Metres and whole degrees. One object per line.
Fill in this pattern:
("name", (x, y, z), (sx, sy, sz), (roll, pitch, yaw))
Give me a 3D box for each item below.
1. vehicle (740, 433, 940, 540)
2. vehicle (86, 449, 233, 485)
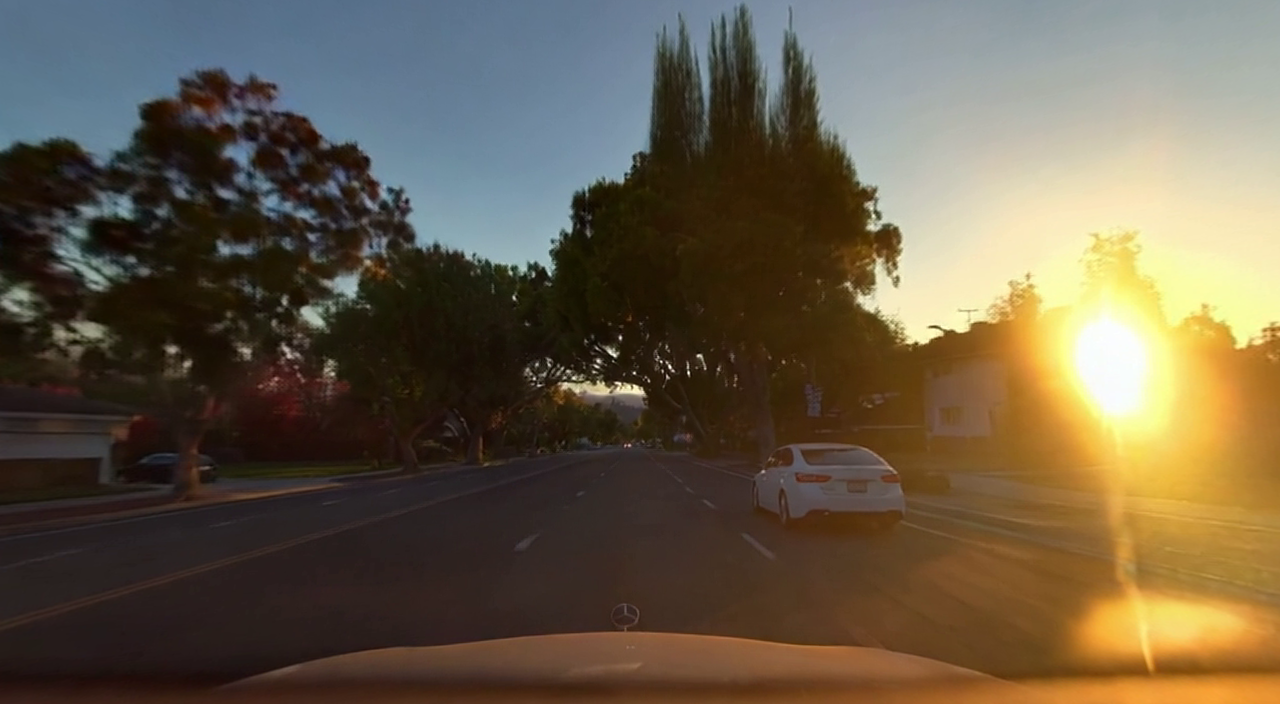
("vehicle", (3.173, 2.228, 11.107), (2.057, 1.493, 4.225), (0, -9, -1))
("vehicle", (-20.583, 4.932, 27.195), (4.689, 1.466, 1.969), (0, -9, 1))
